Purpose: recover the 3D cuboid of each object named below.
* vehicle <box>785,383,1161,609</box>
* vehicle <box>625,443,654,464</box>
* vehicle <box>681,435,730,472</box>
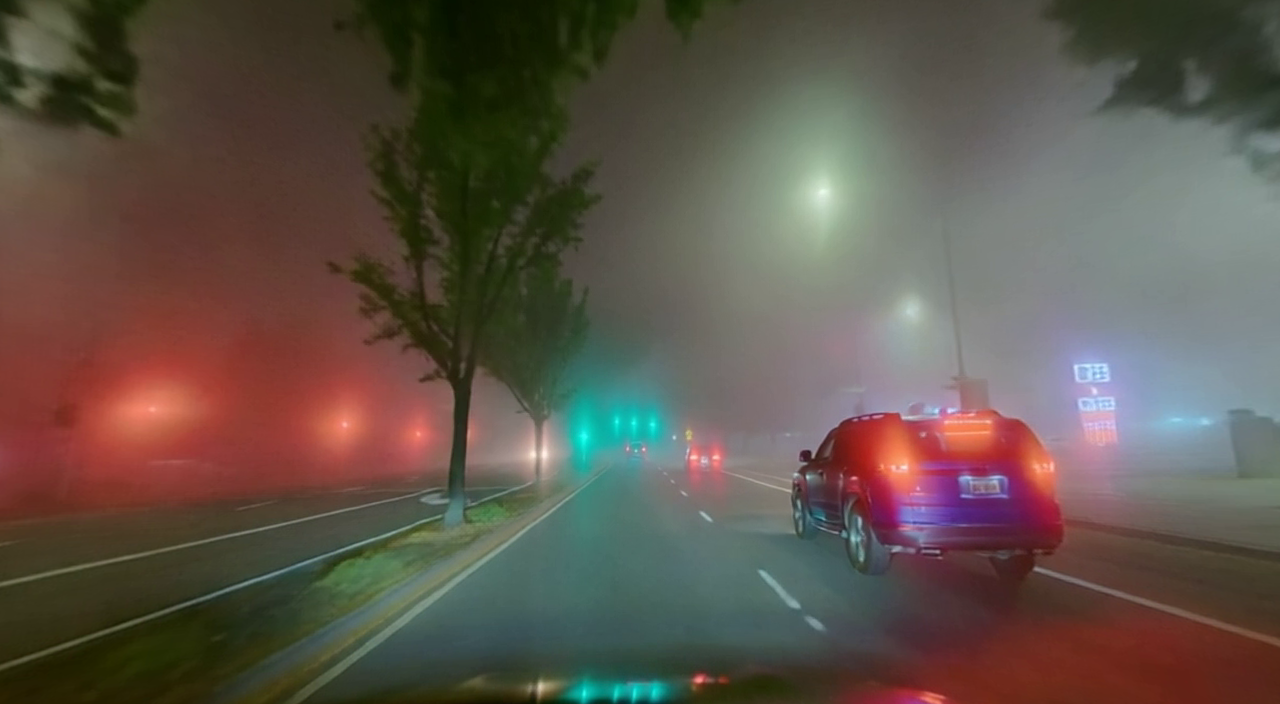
[{"bbox_3d":[3.276,1.518,7.481,2.033,1.865,4.360,0,-8,0],"label":"vehicle"},{"bbox_3d":[-0.026,7.576,47.171,2.131,1.474,4.146,0,-8,0],"label":"vehicle"},{"bbox_3d":[3.486,5.513,34.432,2.085,1.828,5.383,0,-8,0],"label":"vehicle"}]
